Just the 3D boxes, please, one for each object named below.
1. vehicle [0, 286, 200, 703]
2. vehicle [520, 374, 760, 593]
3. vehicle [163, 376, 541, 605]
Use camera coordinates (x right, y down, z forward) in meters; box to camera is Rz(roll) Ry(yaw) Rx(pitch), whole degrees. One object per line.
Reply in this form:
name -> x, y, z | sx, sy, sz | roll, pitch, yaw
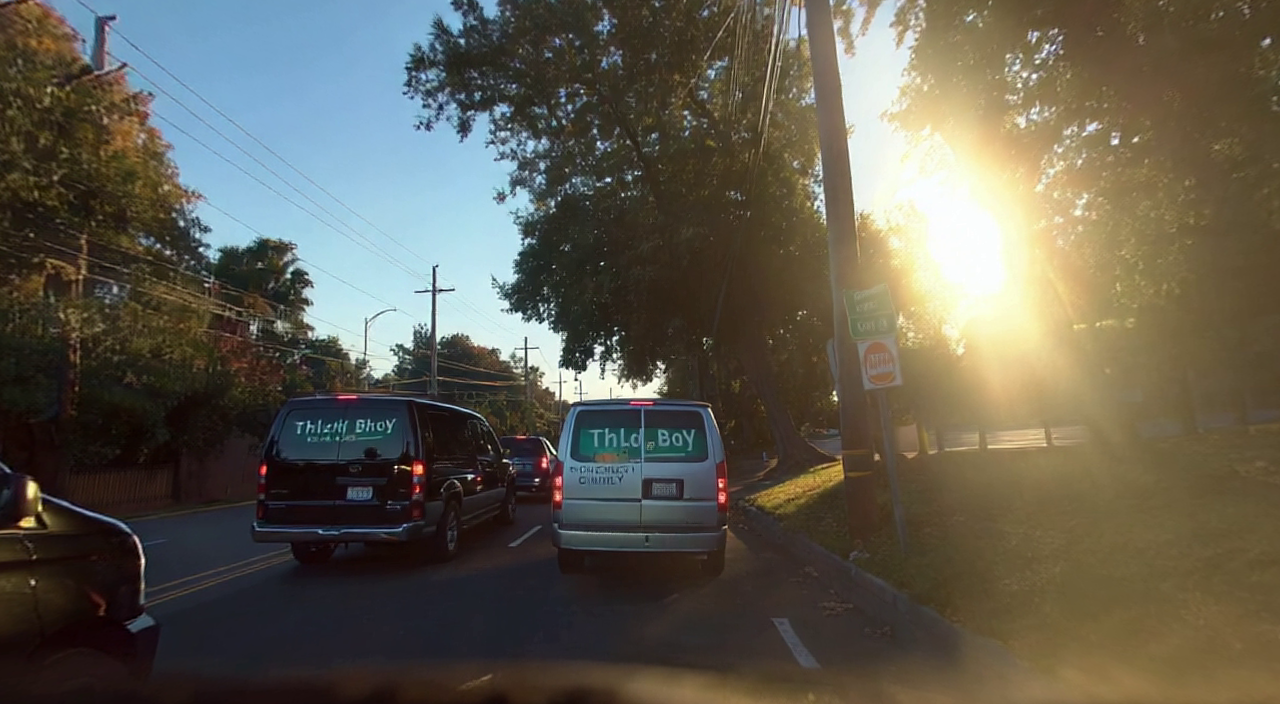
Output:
vehicle -> -3.107, 0.452, 0.245 | 2.160, 1.796, 4.997 | 0, -8, 1
vehicle -> 0.109, 1.461, 7.697 | 2.117, 1.911, 4.095 | -1, -8, 3
vehicle -> -2.754, 1.477, 7.610 | 2.109, 1.851, 4.749 | -1, -8, 3
